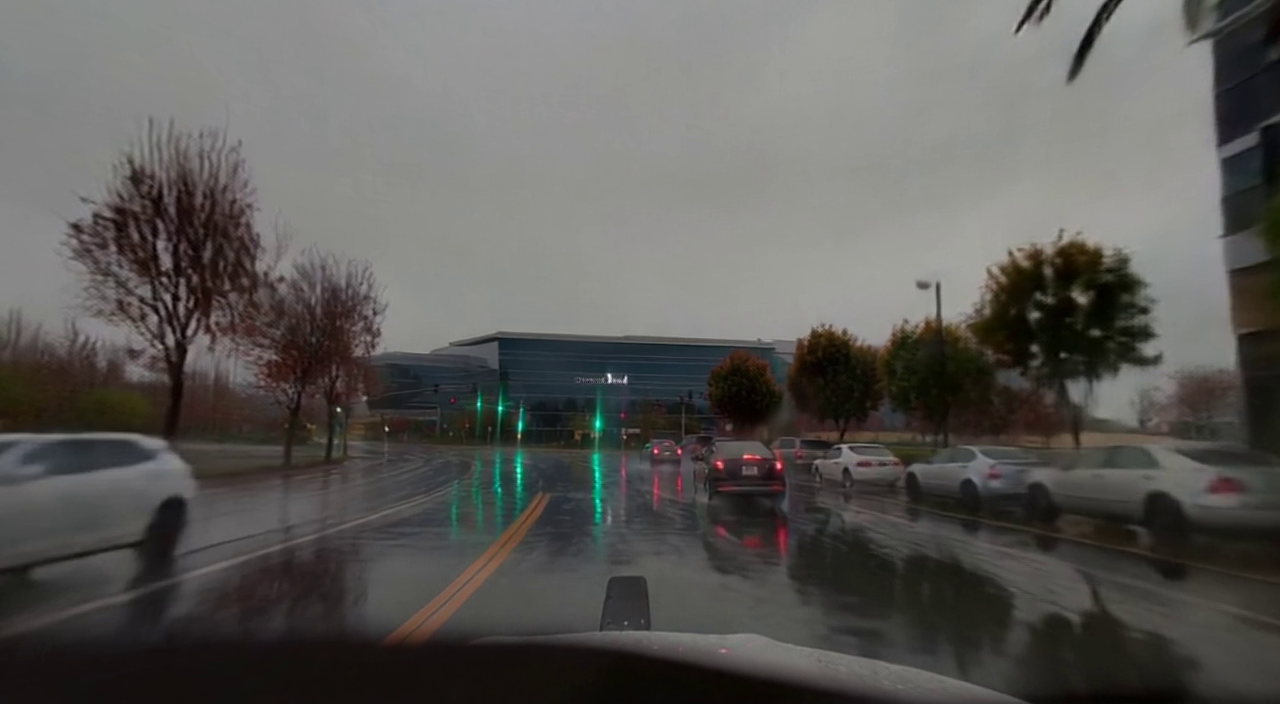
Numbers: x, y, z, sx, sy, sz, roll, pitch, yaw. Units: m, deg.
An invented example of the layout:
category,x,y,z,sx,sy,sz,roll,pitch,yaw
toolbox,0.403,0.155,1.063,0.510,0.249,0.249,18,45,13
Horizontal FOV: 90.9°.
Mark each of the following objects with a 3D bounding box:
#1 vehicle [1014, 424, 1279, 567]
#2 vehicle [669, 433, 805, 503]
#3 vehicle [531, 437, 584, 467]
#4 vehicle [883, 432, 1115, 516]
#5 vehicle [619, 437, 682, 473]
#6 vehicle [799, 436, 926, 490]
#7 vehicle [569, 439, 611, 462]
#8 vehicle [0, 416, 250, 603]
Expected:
category,x,y,z,sx,sy,sz,roll,pitch,yaw
vehicle,7.546,1.802,8.601,1.890,1.488,4.567,1,-8,-3
vehicle,2.179,2.810,15.711,2.280,1.472,4.426,1,-8,-6
vehicle,-4.713,5.601,35.365,2.308,1.535,4.811,2,-9,-15
vehicle,7.287,2.515,13.566,1.882,1.469,4.766,1,-8,-5
vehicle,0.375,4.647,28.602,1.984,1.476,4.488,2,-9,-11
vehicle,6.633,3.360,19.423,1.820,1.450,4.408,1,-8,-8
vehicle,-3.519,6.739,43.359,1.957,1.463,4.701,2,-9,-15
vehicle,-6.446,1.467,6.383,2.325,1.509,4.340,1,-8,-3
